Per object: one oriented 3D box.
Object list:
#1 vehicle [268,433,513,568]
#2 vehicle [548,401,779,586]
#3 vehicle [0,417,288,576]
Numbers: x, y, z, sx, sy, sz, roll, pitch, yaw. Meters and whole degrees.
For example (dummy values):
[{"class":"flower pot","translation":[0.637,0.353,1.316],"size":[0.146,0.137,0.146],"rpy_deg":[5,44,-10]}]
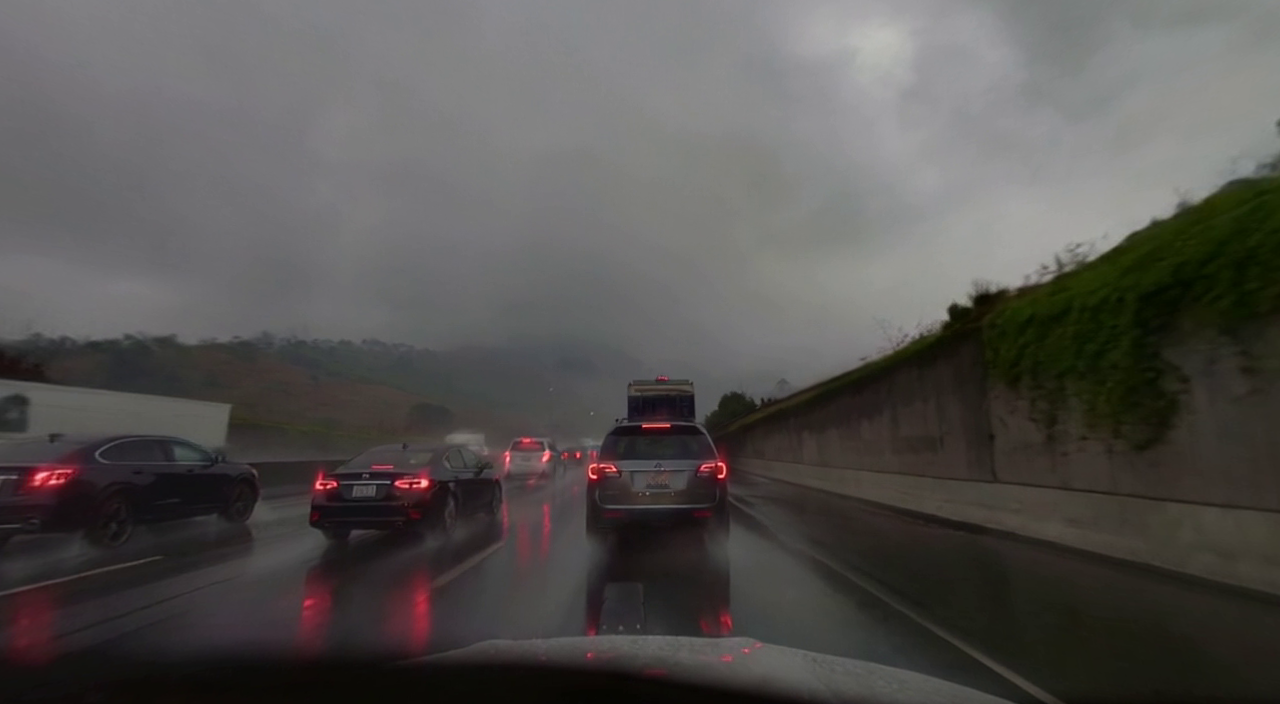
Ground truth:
[{"class":"vehicle","translation":[-3.243,2.005,9.203],"size":[1.917,1.506,3.949],"rpy_deg":[0,-9,1]},{"class":"vehicle","translation":[0.185,1.772,8.806],"size":[2.210,1.760,5.303],"rpy_deg":[0,-9,-1]},{"class":"vehicle","translation":[-7.467,1.929,9.187],"size":[1.986,1.700,4.558],"rpy_deg":[0,-9,1]}]
